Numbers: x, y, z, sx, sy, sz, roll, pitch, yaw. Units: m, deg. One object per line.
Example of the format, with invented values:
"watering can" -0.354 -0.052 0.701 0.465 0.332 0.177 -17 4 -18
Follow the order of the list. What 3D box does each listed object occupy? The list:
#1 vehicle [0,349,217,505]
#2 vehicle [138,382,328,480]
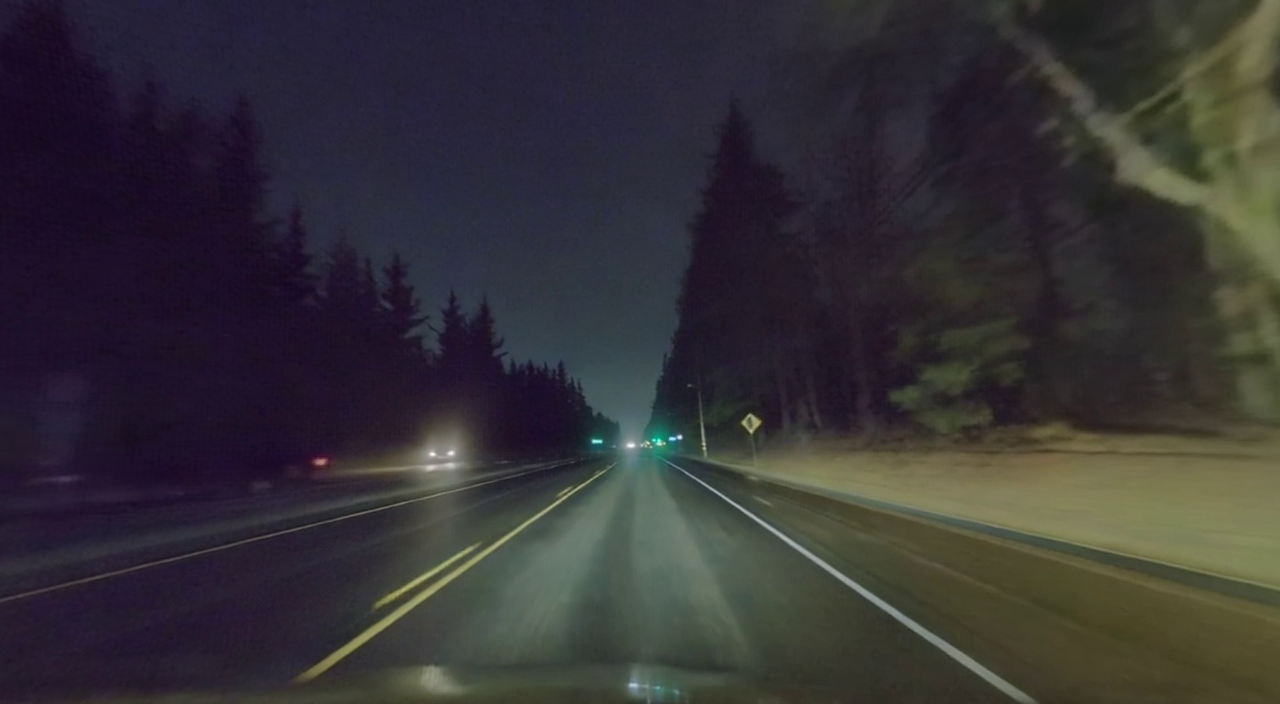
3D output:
"vehicle" -17.274 2.252 18.229 3.008 3.803 9.935 0 -8 0
"vehicle" -17.274 3.547 27.689 2.816 3.640 8.061 0 -8 1
